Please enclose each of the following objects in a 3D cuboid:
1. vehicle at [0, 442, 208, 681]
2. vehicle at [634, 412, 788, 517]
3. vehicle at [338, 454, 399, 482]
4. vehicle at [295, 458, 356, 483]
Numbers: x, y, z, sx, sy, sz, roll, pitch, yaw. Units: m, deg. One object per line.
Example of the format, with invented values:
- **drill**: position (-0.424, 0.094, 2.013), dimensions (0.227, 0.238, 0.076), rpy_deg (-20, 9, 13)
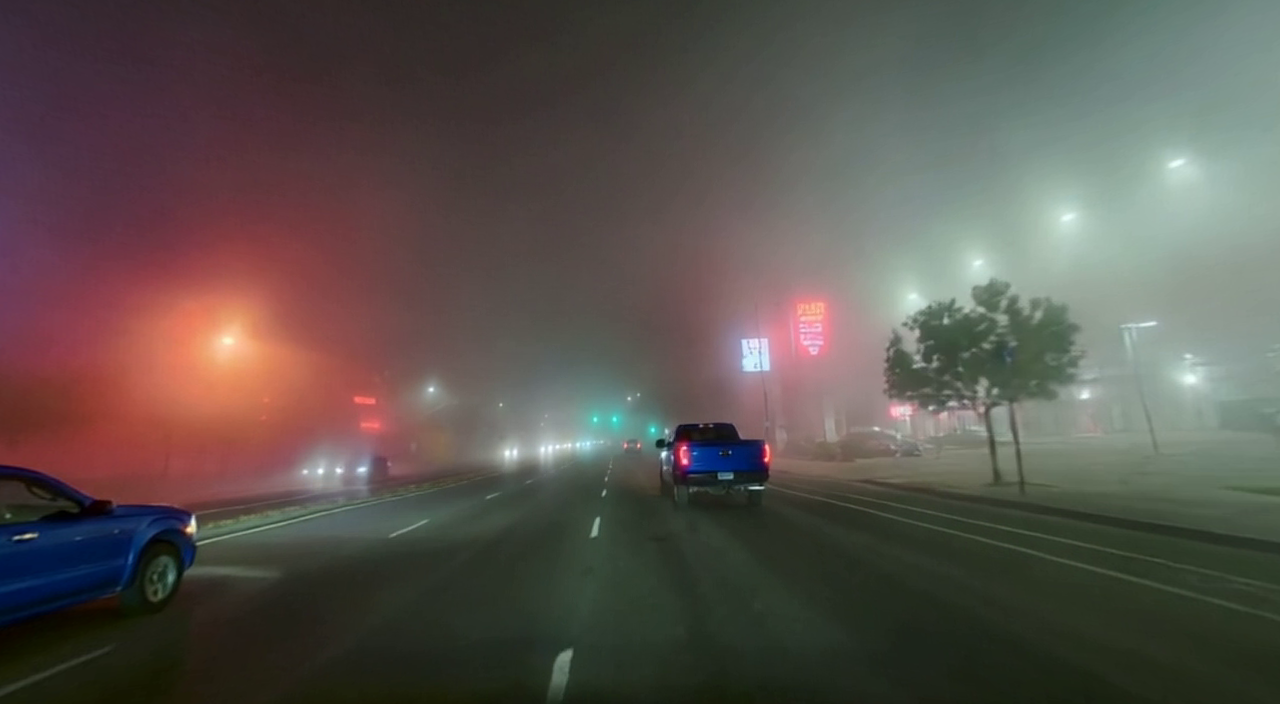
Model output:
- **vehicle**: position (-4.778, 1.202, 3.362), dimensions (1.888, 1.424, 4.553), rpy_deg (0, -8, -2)
- **vehicle**: position (1.306, 2.519, 14.775), dimensions (2.590, 1.932, 5.776), rpy_deg (0, -8, -3)
- **vehicle**: position (-16.707, 7.118, 39.121), dimensions (1.955, 1.562, 4.340), rpy_deg (0, -8, -1)
- **vehicle**: position (-21.269, 8.022, 42.935), dimensions (2.003, 1.498, 4.440), rpy_deg (0, -8, -2)
